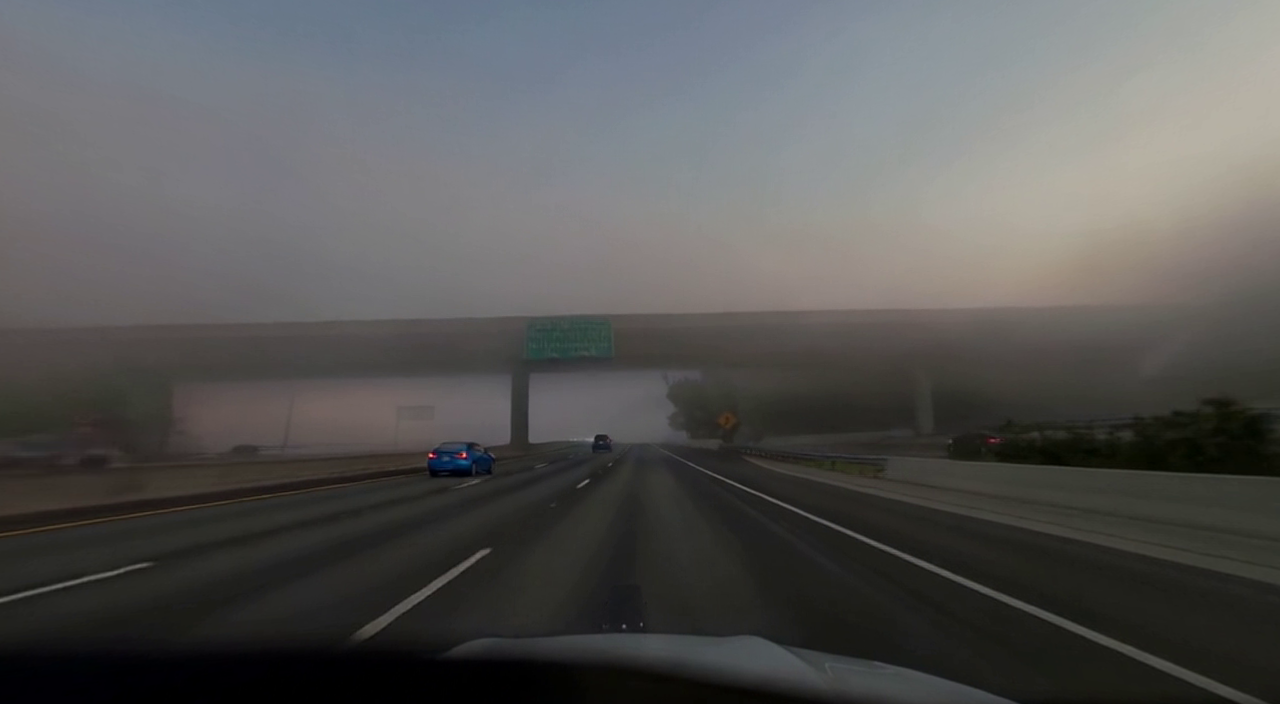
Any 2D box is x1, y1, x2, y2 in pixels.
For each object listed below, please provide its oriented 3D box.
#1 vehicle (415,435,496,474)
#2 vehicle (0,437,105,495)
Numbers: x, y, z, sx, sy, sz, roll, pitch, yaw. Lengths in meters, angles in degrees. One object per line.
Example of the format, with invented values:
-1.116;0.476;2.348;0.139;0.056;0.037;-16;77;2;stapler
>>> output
-7.489;4.209;26.105;1.987;1.486;4.174;0;-8;2;vehicle
-17.469;3.089;17.261;1.815;1.485;4.311;0;-8;1;vehicle
